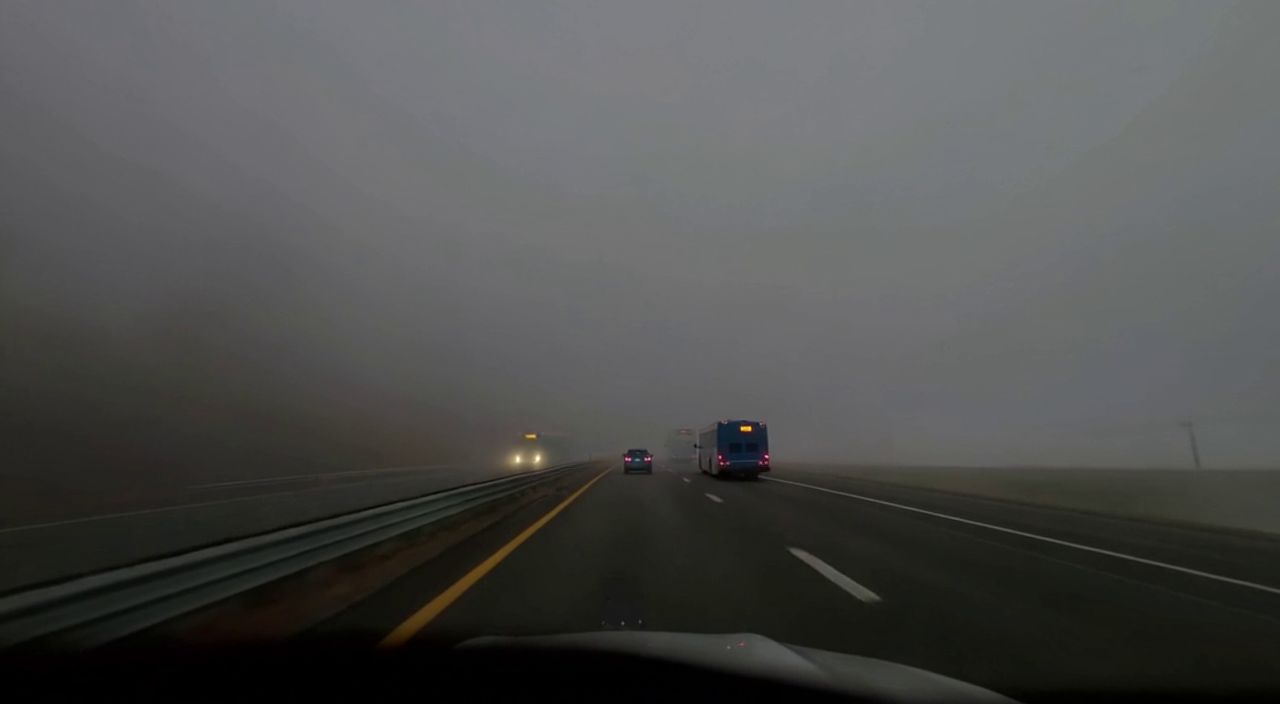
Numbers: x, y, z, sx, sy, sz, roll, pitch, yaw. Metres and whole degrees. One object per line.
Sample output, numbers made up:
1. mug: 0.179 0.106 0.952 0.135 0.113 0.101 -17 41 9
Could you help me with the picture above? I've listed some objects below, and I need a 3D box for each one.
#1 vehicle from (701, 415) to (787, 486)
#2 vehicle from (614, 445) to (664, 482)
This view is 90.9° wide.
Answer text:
1. vehicle: 4.065 4.038 25.943 2.440 2.555 5.957 0 -9 -1
2. vehicle: -0.085 4.773 27.177 2.004 1.449 3.817 0 -9 -1
